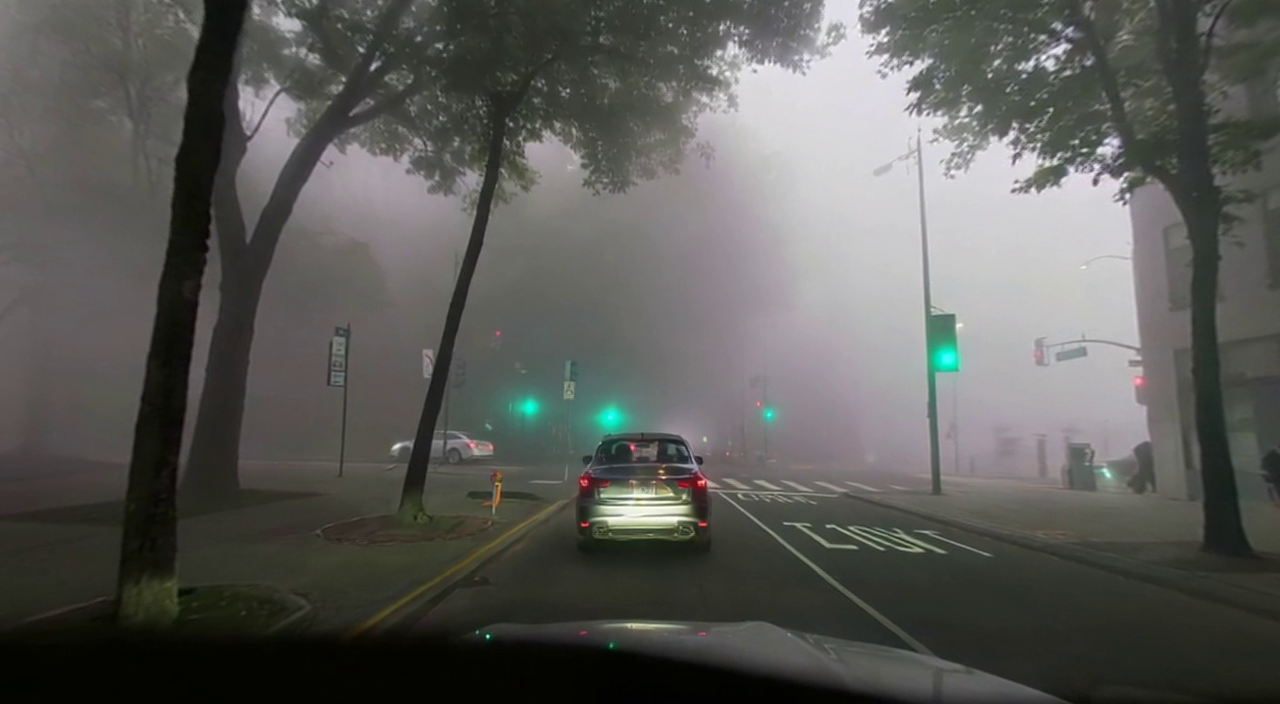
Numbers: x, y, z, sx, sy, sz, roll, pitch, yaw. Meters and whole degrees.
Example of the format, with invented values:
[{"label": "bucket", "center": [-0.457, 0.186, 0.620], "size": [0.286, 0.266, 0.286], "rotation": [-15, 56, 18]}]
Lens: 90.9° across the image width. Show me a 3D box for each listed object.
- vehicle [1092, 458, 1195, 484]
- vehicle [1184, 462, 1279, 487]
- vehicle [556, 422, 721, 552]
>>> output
[{"label": "vehicle", "center": [30.347, 7.139, 38.032], "size": [4.668, 1.441, 1.904], "rotation": [0, -9, -4]}, {"label": "vehicle", "center": [36.064, 7.383, 38.141], "size": [4.457, 1.409, 1.873], "rotation": [0, -9, 0]}, {"label": "vehicle", "center": [-0.008, 1.992, 9.957], "size": [2.079, 1.621, 3.861], "rotation": [0, -8, 1]}]
